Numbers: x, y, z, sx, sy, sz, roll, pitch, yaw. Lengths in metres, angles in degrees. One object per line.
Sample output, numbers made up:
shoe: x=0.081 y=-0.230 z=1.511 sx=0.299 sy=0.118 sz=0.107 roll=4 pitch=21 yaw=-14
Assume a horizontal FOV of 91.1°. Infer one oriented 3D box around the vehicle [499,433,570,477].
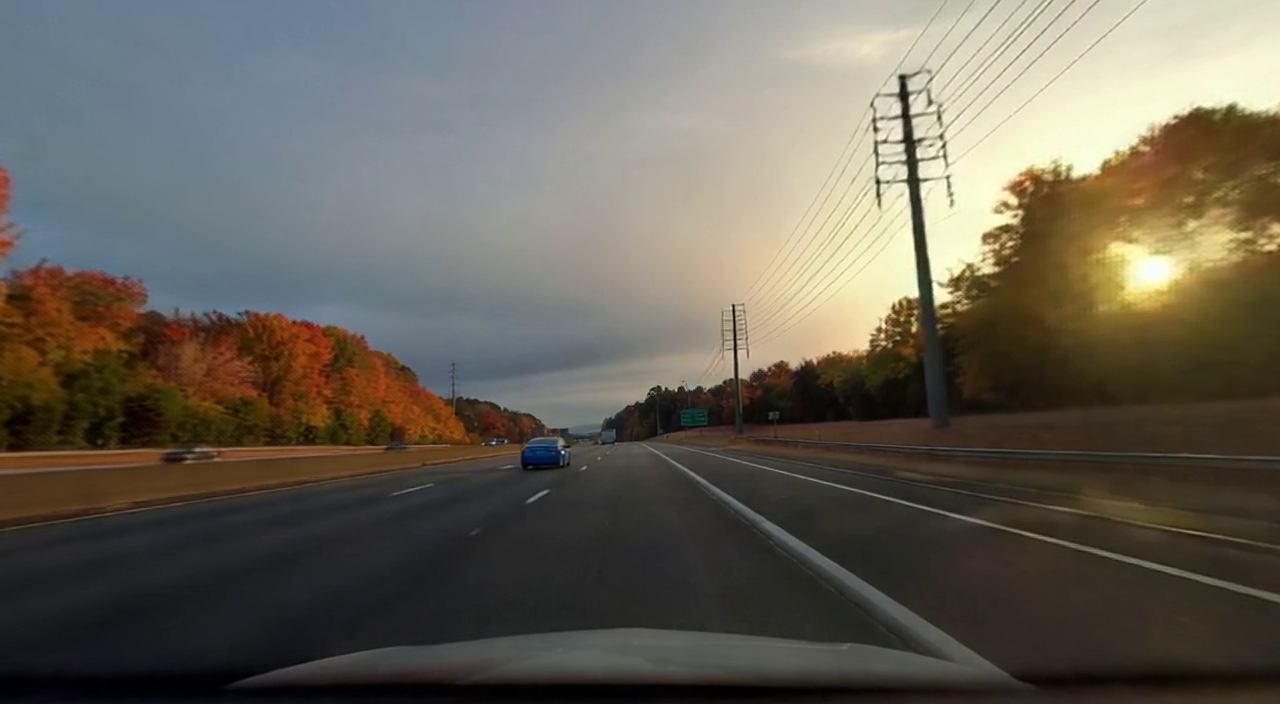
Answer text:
vehicle: x=-3.911 y=3.862 z=24.009 sx=2.025 sy=1.475 sz=4.379 roll=0 pitch=-8 yaw=-1
